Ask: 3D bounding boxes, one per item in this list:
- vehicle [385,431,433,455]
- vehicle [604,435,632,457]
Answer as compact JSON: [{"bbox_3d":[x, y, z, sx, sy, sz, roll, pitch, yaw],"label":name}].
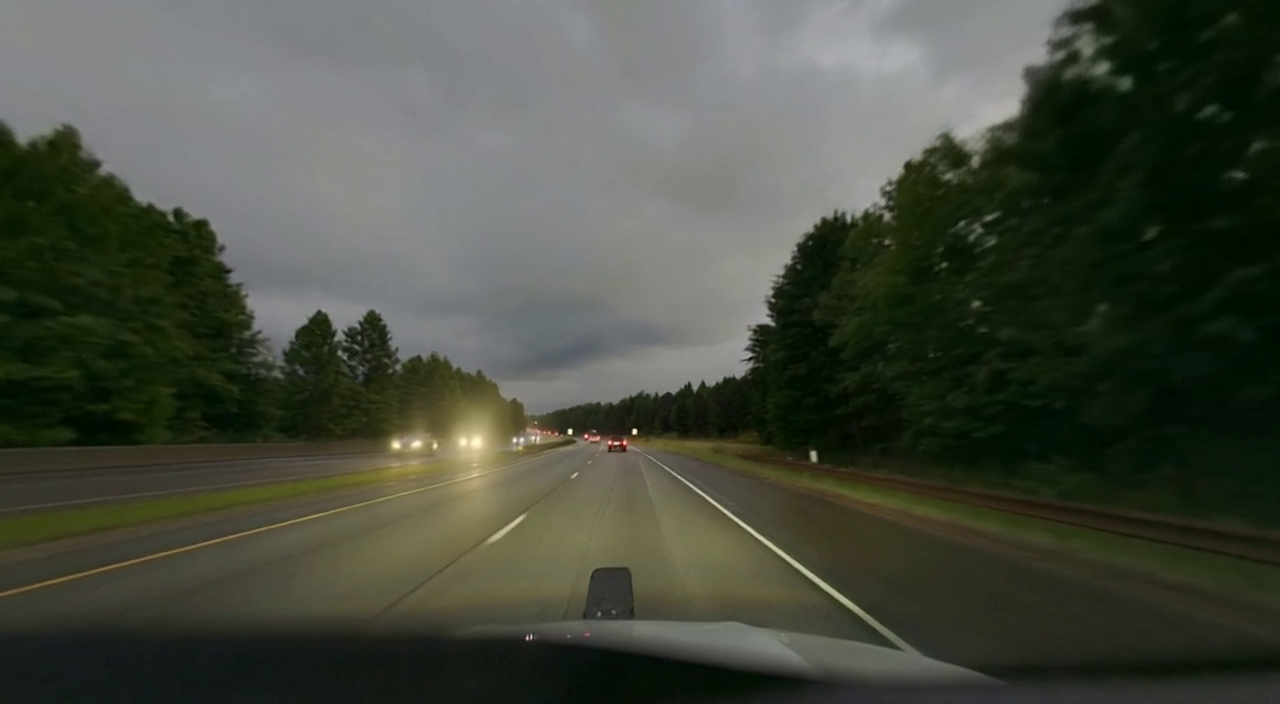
[{"bbox_3d":[-15.978,6.313,43.752,1.849,1.585,4.185,0,-8,-1],"label":"vehicle"},{"bbox_3d":[-1.676,7.085,47.543,2.004,1.515,3.968,0,-8,-3],"label":"vehicle"}]
